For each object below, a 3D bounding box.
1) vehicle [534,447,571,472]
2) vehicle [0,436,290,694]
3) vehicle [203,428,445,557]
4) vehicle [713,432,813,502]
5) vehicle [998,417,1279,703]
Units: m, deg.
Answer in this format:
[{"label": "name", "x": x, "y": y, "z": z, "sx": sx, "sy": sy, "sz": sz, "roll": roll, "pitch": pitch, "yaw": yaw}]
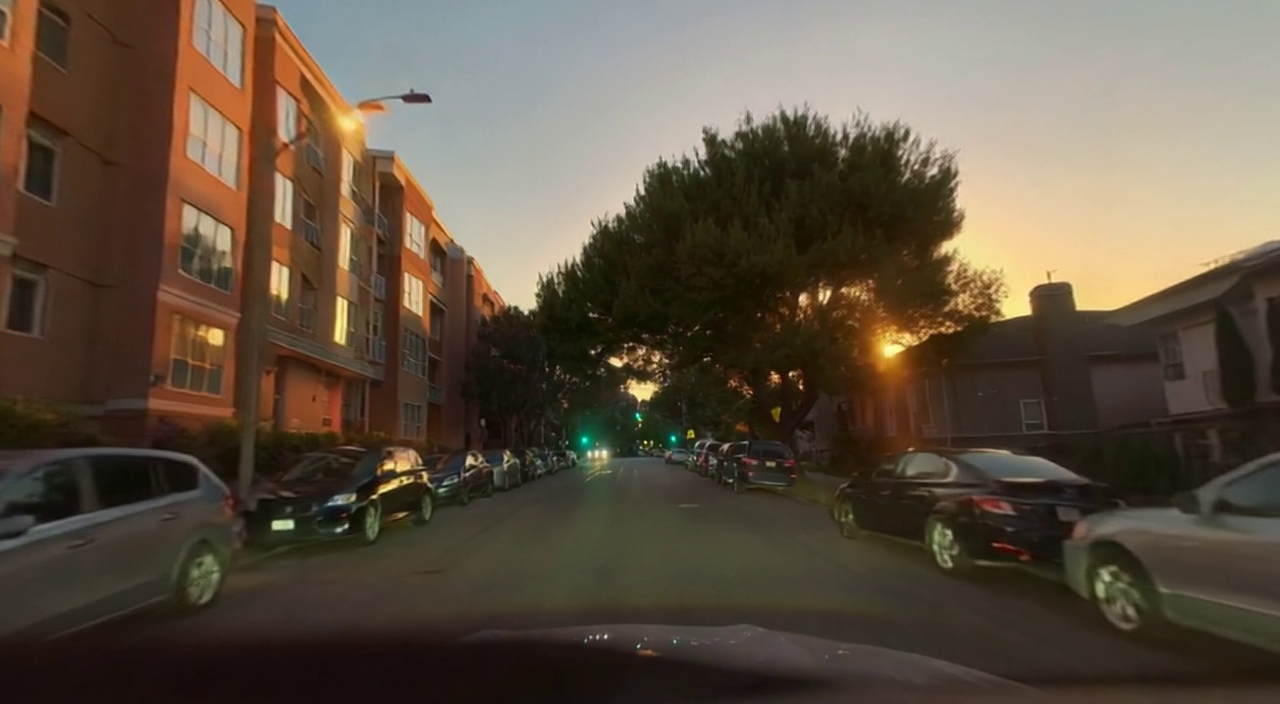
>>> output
[{"label": "vehicle", "x": -5.578, "y": 6.863, "z": 40.581, "sx": 1.647, "sy": 1.481, "sz": 4.433, "roll": 0, "pitch": -8, "yaw": 1}, {"label": "vehicle", "x": -4.901, "y": 1.429, "z": 4.652, "sx": 2.049, "sy": 1.509, "sz": 4.783, "roll": -2, "pitch": -7, "yaw": -2}, {"label": "vehicle", "x": -5.024, "y": 2.249, "z": 10.970, "sx": 1.922, "sy": 1.728, "sz": 4.628, "roll": 0, "pitch": -8, "yaw": -2}, {"label": "vehicle", "x": 3.499, "y": 3.371, "z": 19.058, "sx": 1.912, "sy": 1.781, "sz": 5.159, "roll": 0, "pitch": -8, "yaw": -1}, {"label": "vehicle", "x": 4.070, "y": 1.084, "z": 3.064, "sx": 1.707, "sy": 1.528, "sz": 4.812, "roll": 0, "pitch": -8, "yaw": -2}]
